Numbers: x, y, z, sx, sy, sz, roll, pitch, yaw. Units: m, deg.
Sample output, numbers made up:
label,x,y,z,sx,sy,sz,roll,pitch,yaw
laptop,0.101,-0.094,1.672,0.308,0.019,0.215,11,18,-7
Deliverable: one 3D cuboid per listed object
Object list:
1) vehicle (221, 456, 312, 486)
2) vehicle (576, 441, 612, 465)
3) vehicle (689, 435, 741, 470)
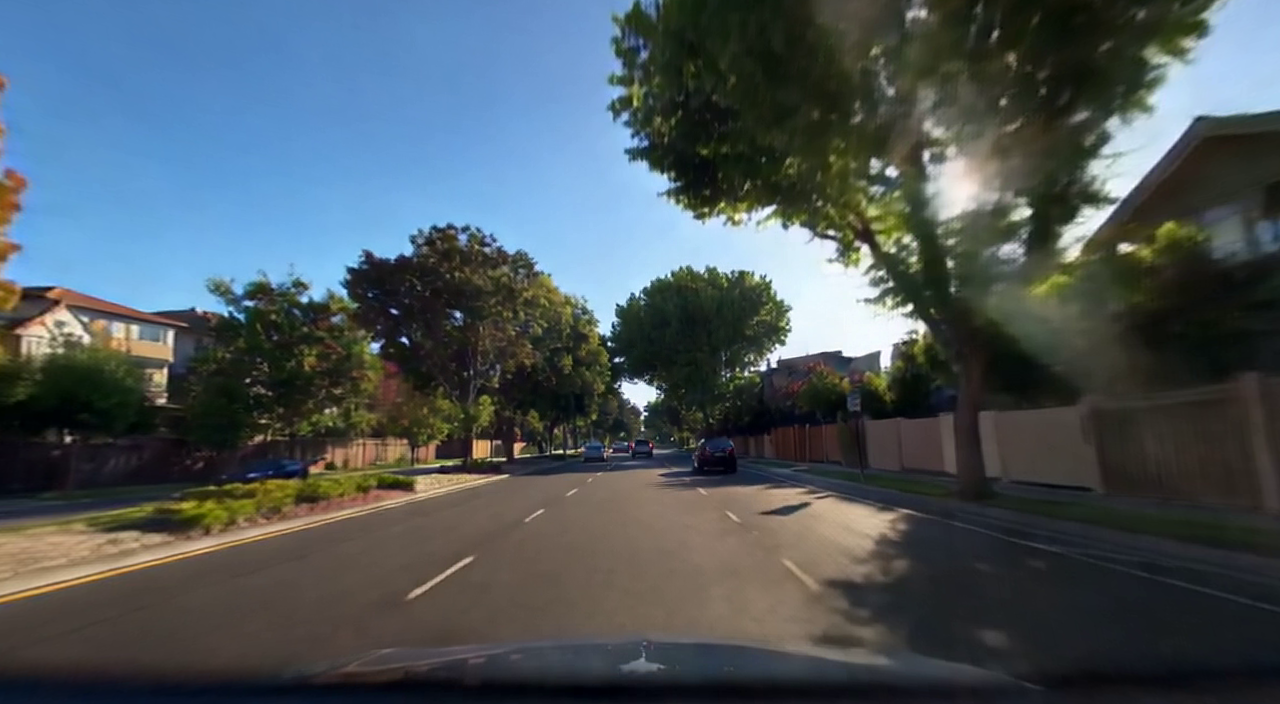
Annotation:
label,x,y,z,sx,sy,sz,roll,pitch,yaw
vehicle,-20.948,6.659,35.669,1.960,1.492,5.090,0,-8,1
vehicle,-2.971,6.623,41.506,1.940,1.473,4.133,0,-8,1
vehicle,3.858,5.281,33.289,2.182,1.688,4.187,0,-8,-1
